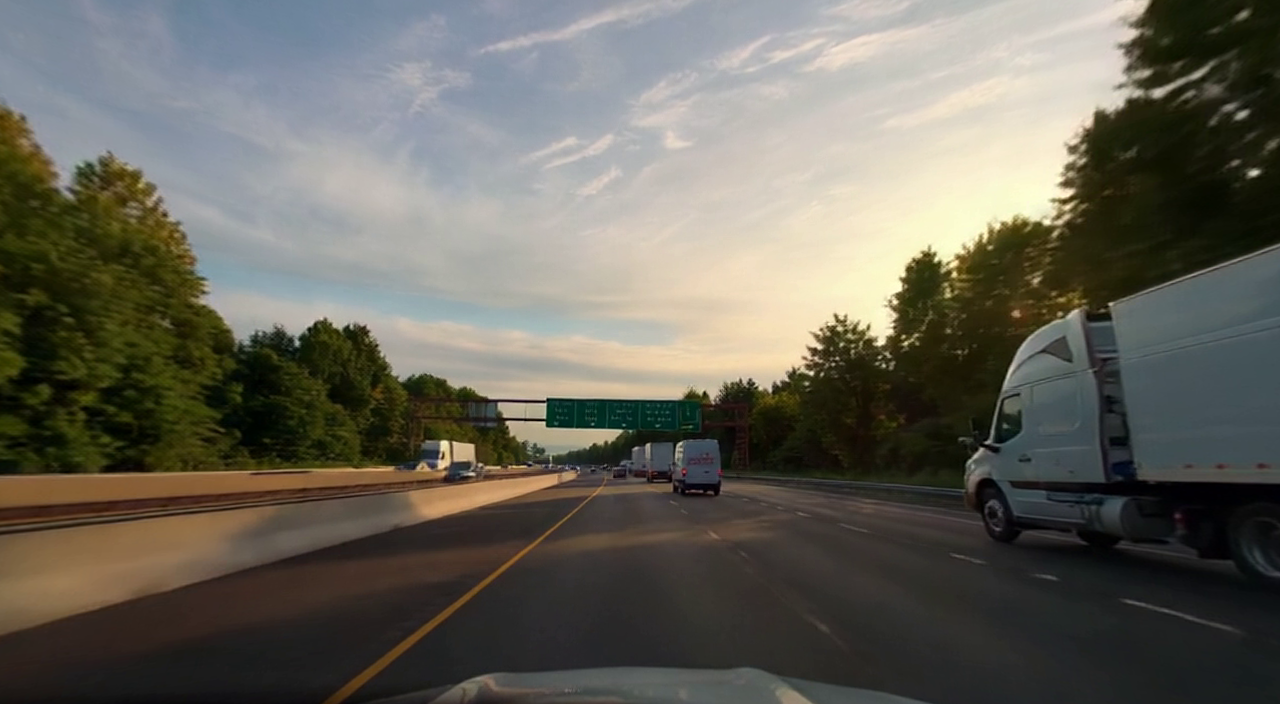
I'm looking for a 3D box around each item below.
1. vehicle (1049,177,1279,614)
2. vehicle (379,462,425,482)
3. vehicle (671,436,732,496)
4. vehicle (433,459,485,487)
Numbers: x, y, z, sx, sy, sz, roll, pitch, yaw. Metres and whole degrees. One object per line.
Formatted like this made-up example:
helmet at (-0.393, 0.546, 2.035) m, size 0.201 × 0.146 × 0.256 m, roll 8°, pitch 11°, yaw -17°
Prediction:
vehicle at (7.555, -0.303, 1.965) m, size 2.866 × 4.102 × 14.351 m, roll 1°, pitch -10°, yaw 0°
vehicle at (-18.370, 9.282, 48.633) m, size 1.875 × 1.453 × 4.480 m, roll 1°, pitch -10°, yaw -1°
vehicle at (2.893, 5.616, 30.970) m, size 2.291 × 2.639 × 5.280 m, roll 1°, pitch -10°, yaw -2°
vehicle at (-11.140, 7.463, 38.890) m, size 1.950 × 1.577 × 4.374 m, roll 1°, pitch -10°, yaw -1°
